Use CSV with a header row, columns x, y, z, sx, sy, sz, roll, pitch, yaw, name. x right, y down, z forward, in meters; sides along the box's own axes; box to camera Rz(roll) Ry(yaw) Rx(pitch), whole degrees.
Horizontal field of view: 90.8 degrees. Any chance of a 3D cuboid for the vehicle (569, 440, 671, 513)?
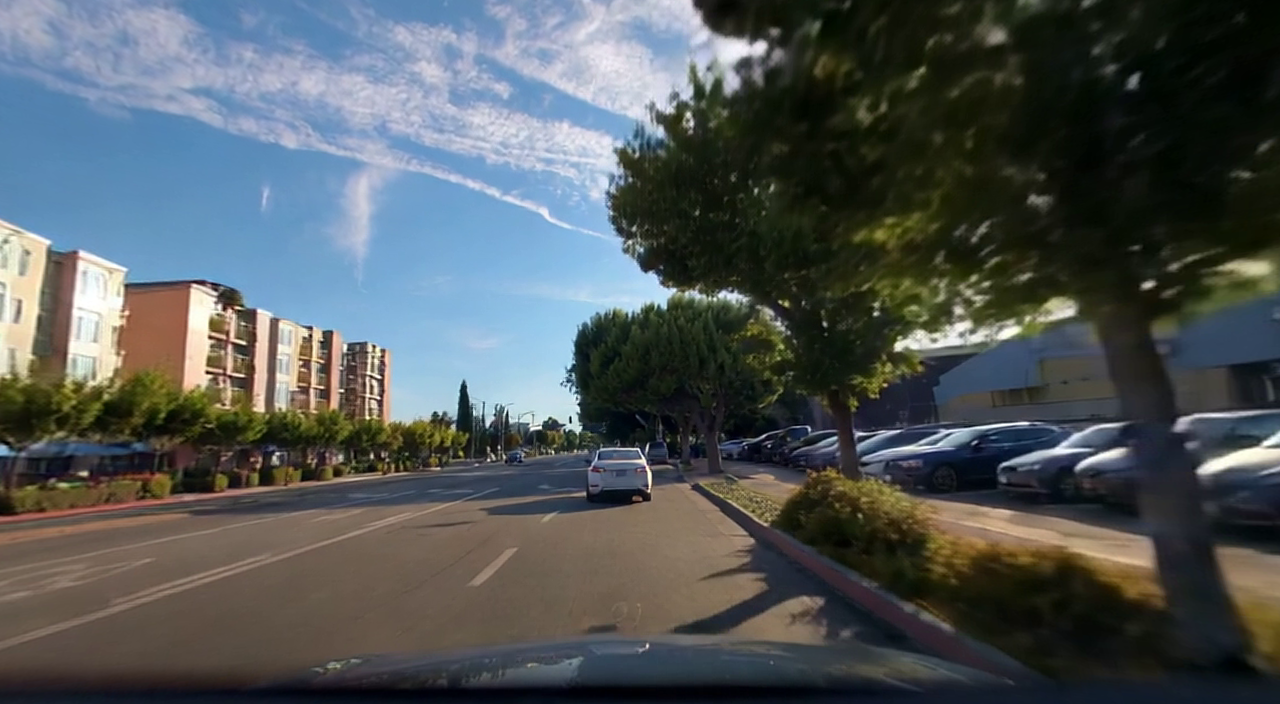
x,y,z,sx,sy,sz,roll,pitch,yaw,name
-0.506,2.924,15.333,2.116,1.479,4.358,0,-9,-2,vehicle
